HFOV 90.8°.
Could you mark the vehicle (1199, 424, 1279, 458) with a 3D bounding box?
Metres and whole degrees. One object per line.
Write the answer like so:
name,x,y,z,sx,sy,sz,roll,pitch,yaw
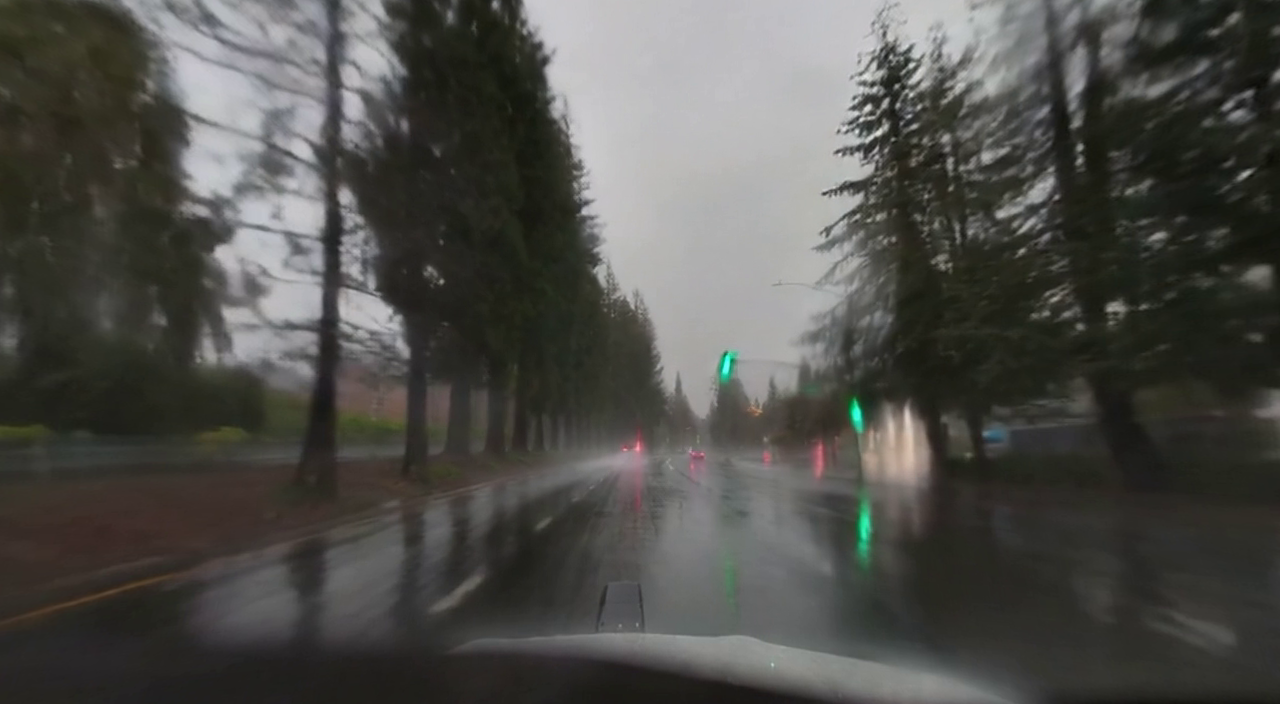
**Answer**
vehicle,30.089,4.314,30.789,3.796,1.461,1.695,-4,-9,6
